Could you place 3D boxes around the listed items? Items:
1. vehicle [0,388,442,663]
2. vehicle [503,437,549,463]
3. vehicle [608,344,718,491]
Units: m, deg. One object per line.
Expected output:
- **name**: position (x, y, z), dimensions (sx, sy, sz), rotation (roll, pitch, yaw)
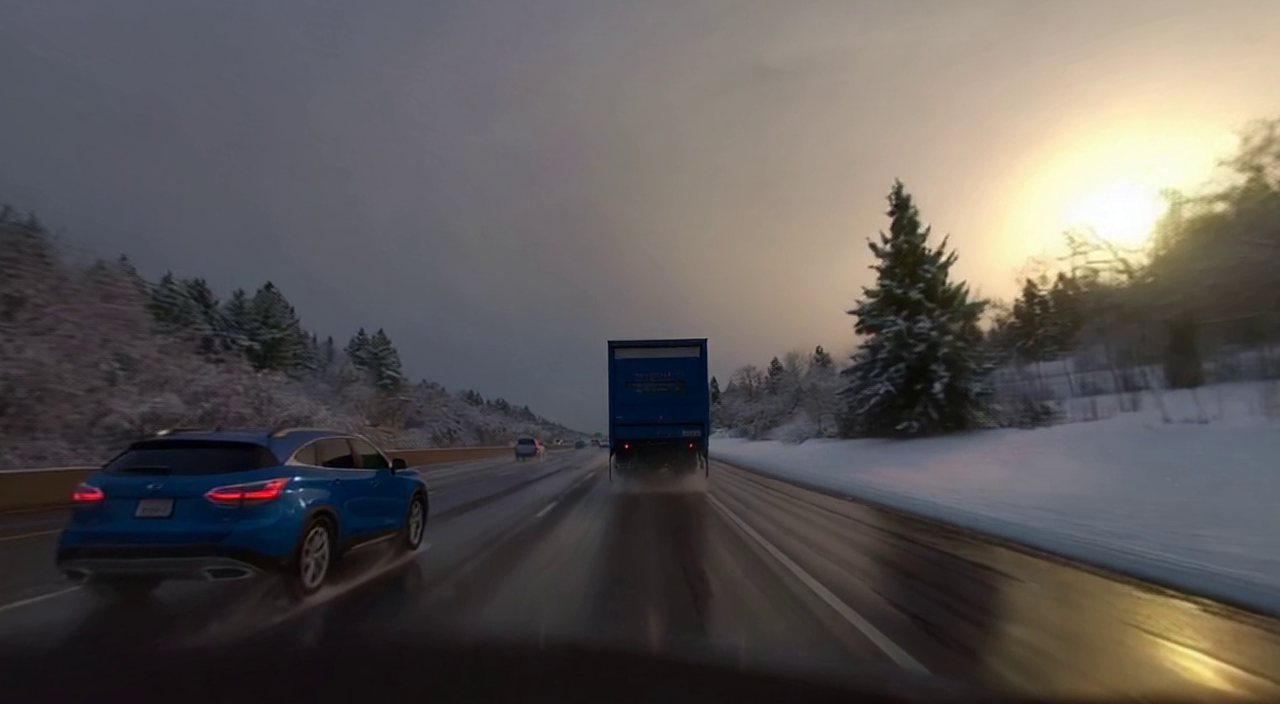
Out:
- **vehicle**: position (-3.653, 1.371, 6.051), dimensions (2.077, 1.671, 4.249), rotation (0, -8, 0)
- **vehicle**: position (-6.854, 5.945, 38.361), dimensions (1.882, 1.451, 4.416), rotation (0, -8, 1)
- **vehicle**: position (0.639, 2.482, 21.872), dimensions (2.870, 3.841, 10.653), rotation (0, -8, 0)
